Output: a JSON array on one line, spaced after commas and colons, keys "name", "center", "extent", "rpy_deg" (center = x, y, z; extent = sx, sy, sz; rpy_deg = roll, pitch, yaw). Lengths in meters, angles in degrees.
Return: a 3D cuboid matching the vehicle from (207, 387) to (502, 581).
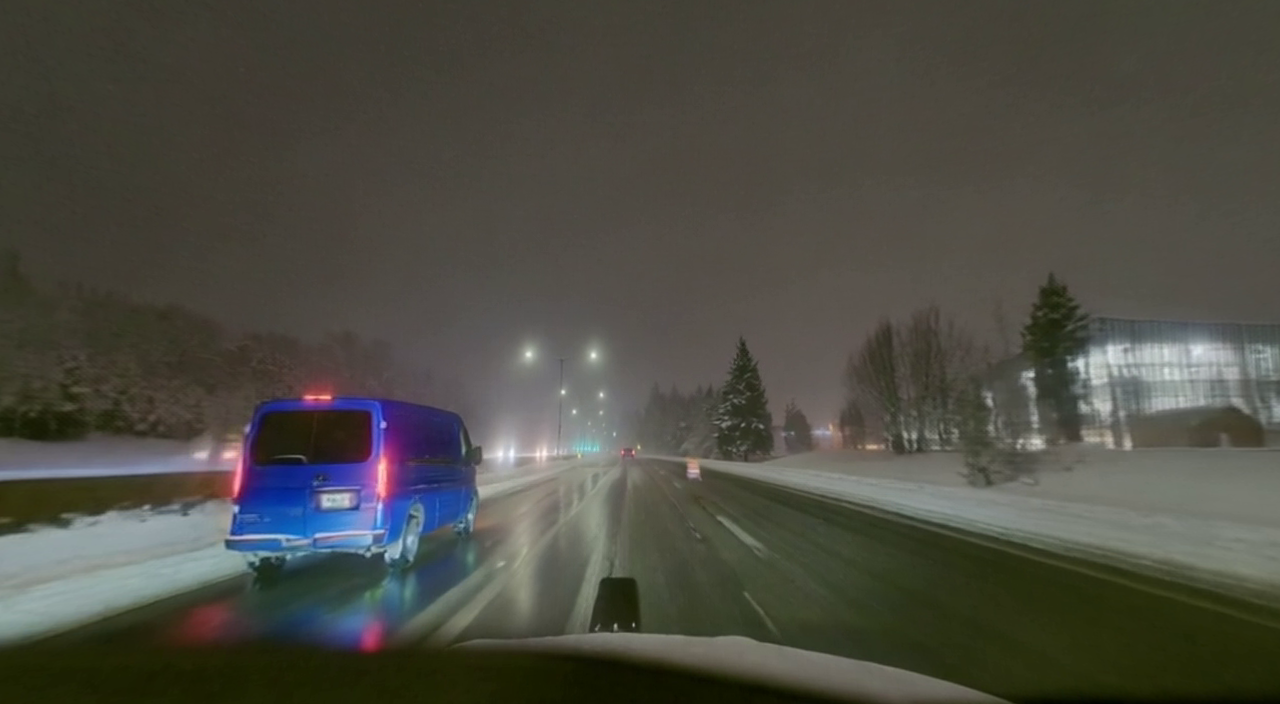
[{"name": "vehicle", "center": [-3.436, 1.695, 8.829], "extent": [2.046, 1.982, 4.465], "rpy_deg": [0, -9, -1]}]
